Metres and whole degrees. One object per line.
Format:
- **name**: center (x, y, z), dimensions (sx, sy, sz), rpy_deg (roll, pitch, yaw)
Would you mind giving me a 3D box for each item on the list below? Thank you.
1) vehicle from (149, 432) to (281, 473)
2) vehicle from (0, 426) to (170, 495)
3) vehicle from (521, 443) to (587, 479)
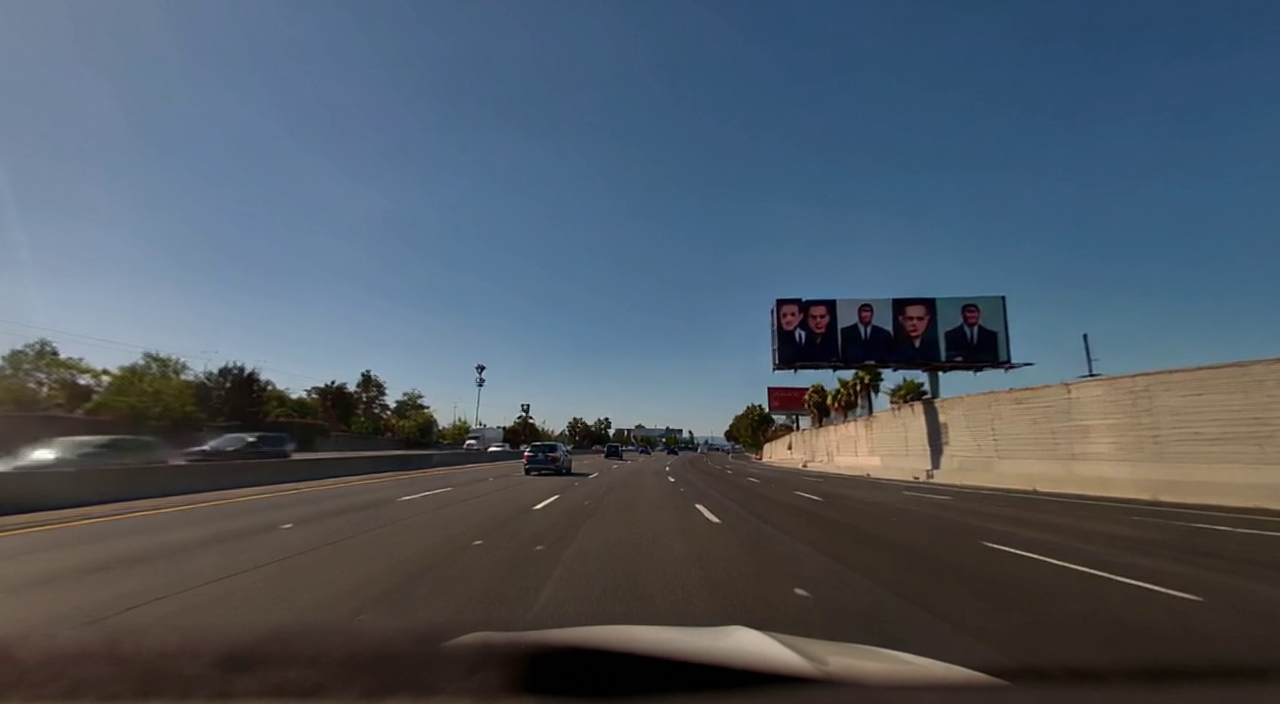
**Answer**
- **vehicle**: center (-17.894, 4.272, 26.998), dimensions (2.065, 1.599, 5.006), rpy_deg (0, -9, 1)
- **vehicle**: center (-14.668, 2.719, 16.166), dimensions (1.853, 1.509, 4.397), rpy_deg (0, -9, 1)
- **vehicle**: center (-3.686, 4.770, 28.012), dimensions (2.078, 1.457, 4.648), rpy_deg (0, -9, 2)
